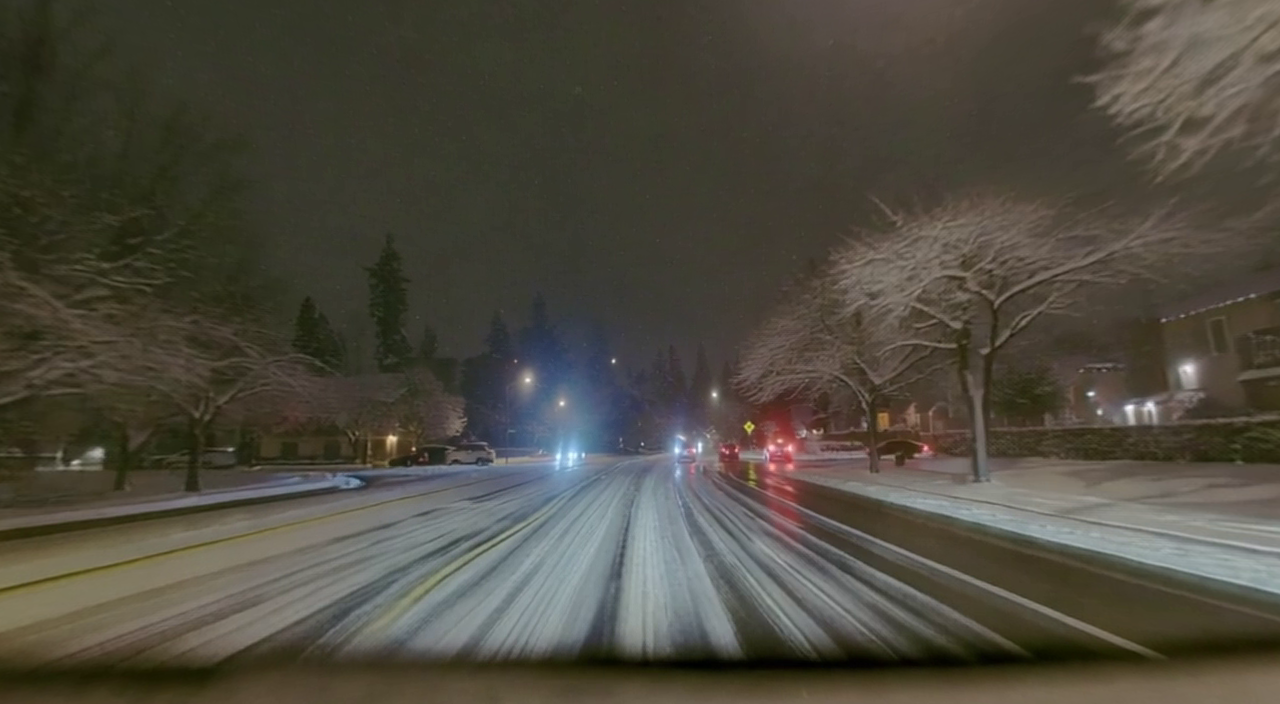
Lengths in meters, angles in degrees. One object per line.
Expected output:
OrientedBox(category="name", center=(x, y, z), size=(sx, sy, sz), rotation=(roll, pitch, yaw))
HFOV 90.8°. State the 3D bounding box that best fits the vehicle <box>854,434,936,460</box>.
OrientedBox(category="vehicle", center=(18.705, 7.037, 46.513), size=(5.035, 1.772, 2.115), rotation=(-1, -10, 0))
